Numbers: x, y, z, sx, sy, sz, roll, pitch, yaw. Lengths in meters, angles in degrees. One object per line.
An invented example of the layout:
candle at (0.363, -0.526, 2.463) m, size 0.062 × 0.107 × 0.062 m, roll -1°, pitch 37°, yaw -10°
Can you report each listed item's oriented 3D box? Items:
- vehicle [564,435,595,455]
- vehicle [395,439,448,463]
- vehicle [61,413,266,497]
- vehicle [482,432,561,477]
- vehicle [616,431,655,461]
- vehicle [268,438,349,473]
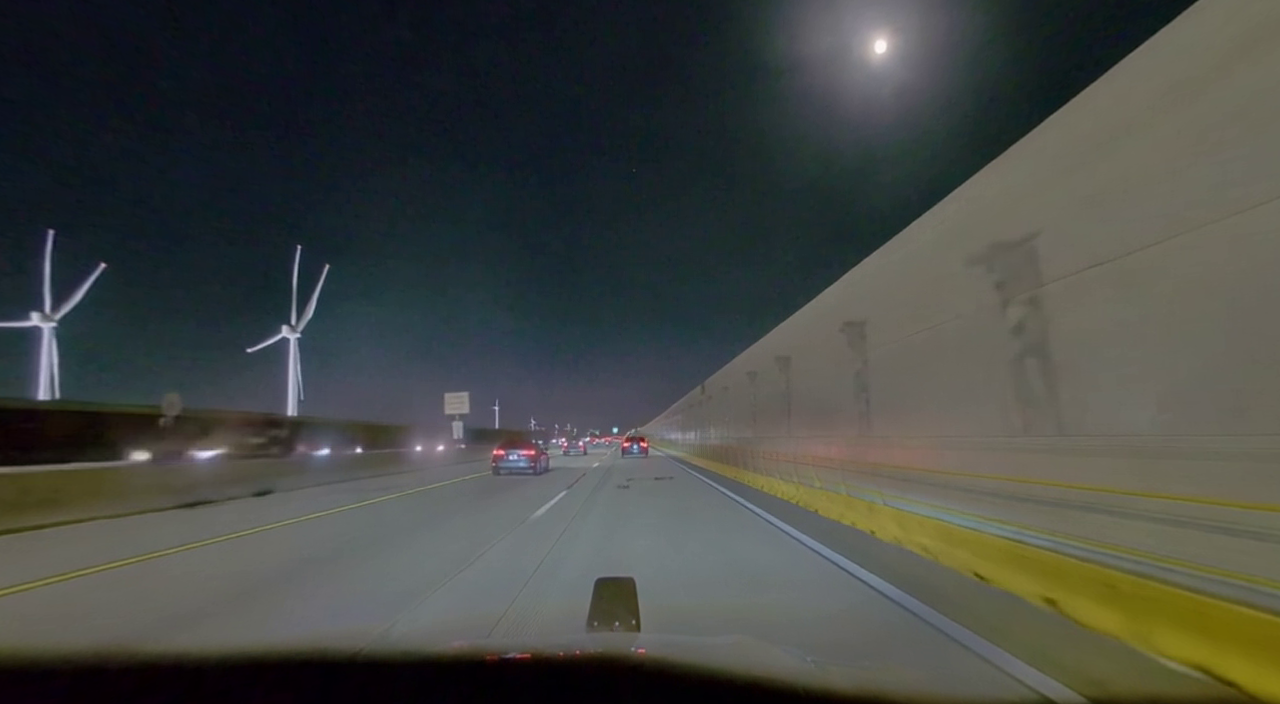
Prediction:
vehicle at (-4.518, 7.006, 47.473) m, size 2.059 × 1.436 × 3.802 m, roll 0°, pitch -8°, yaw -1°
vehicle at (-14.223, 6.454, 41.244) m, size 1.876 × 1.452 × 4.670 m, roll 0°, pitch -8°, yaw -1°
vehicle at (-13.528, 2.931, 18.436) m, size 2.055 × 2.120 × 5.013 m, roll 0°, pitch -8°, yaw -1°
vehicle at (-4.138, 3.642, 22.803) m, size 1.998 × 1.468 × 4.635 m, roll 0°, pitch -8°, yaw 0°
vehicle at (-0.291, 5.186, 34.813) m, size 2.027 × 1.550 × 3.607 m, roll 0°, pitch -8°, yaw -1°
vehicle at (-18.026, 5.615, 34.547) m, size 2.026 × 1.726 × 4.400 m, roll 0°, pitch -7°, yaw 0°
